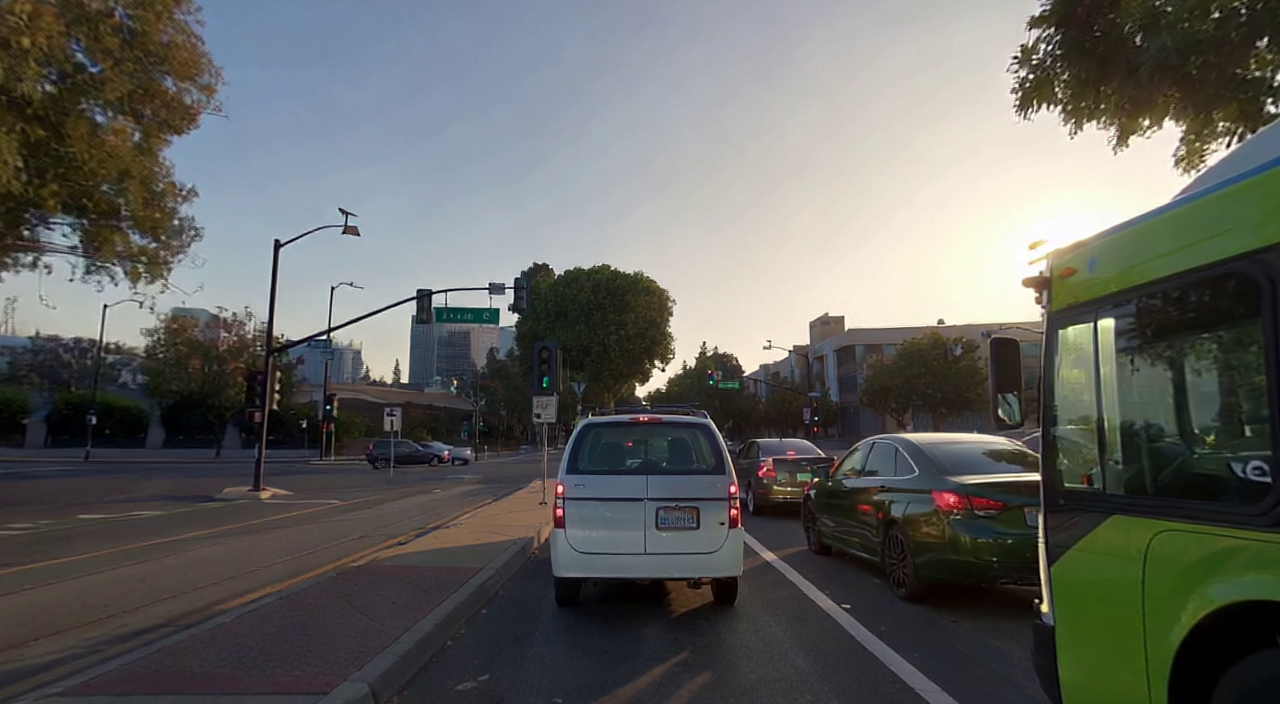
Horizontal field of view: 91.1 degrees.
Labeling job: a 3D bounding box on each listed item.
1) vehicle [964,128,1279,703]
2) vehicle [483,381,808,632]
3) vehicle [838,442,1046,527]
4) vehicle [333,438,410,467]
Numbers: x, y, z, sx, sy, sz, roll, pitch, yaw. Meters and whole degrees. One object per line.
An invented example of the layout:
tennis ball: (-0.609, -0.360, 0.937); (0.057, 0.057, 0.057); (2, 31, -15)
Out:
vehicle: (2.615, 0.318, 0.433); (2.037, 2.065, 5.037); (0, -8, 0)
vehicle: (0.012, 1.475, 7.013); (2.381, 1.842, 4.603); (0, -8, -1)
vehicle: (5.977, 2.638, 13.233); (1.987, 1.457, 4.675); (0, -8, -1)
vehicle: (-16.927, 6.350, 39.751); (4.097, 1.720, 1.924); (2, -9, -13)
